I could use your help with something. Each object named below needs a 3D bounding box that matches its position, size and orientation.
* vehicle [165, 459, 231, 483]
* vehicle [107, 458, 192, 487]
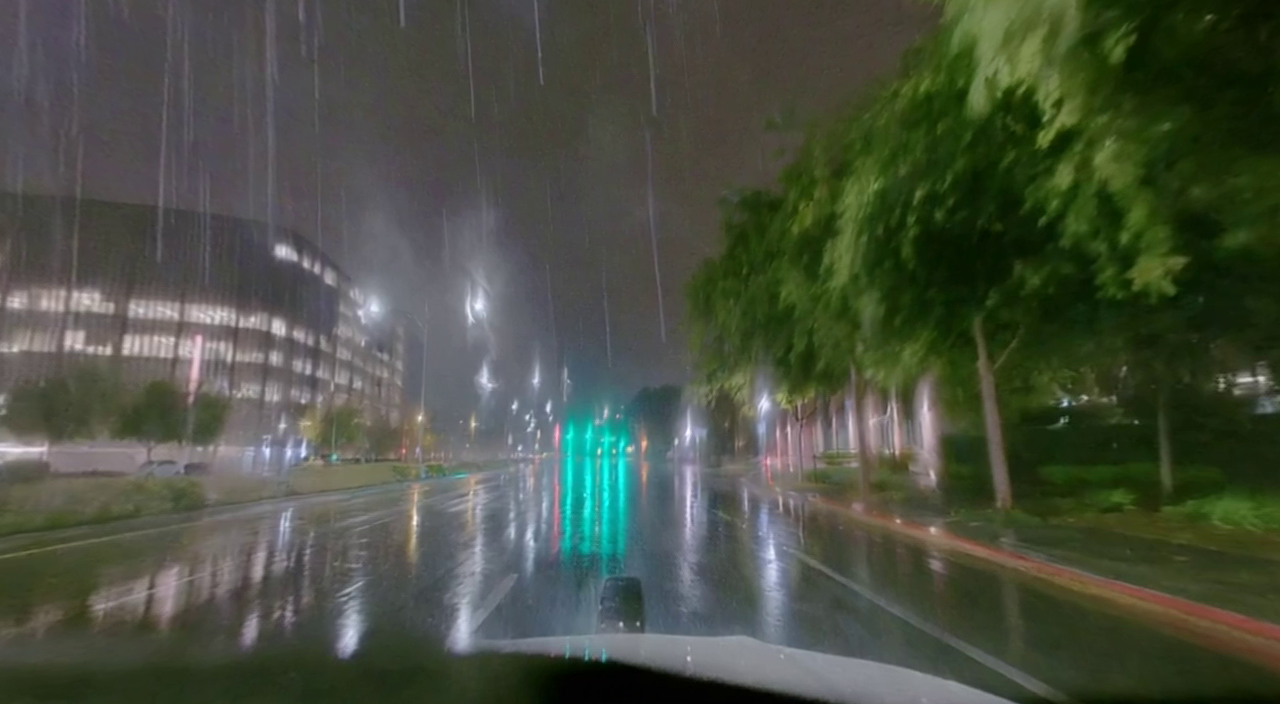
[{"bbox_3d":[-34.028,9.156,48.785,2.034,1.618,4.667,1,-8,-6],"label":"vehicle"},{"bbox_3d":[-33.479,8.206,43.326,2.031,1.789,5.081,1,-8,-5],"label":"vehicle"}]
